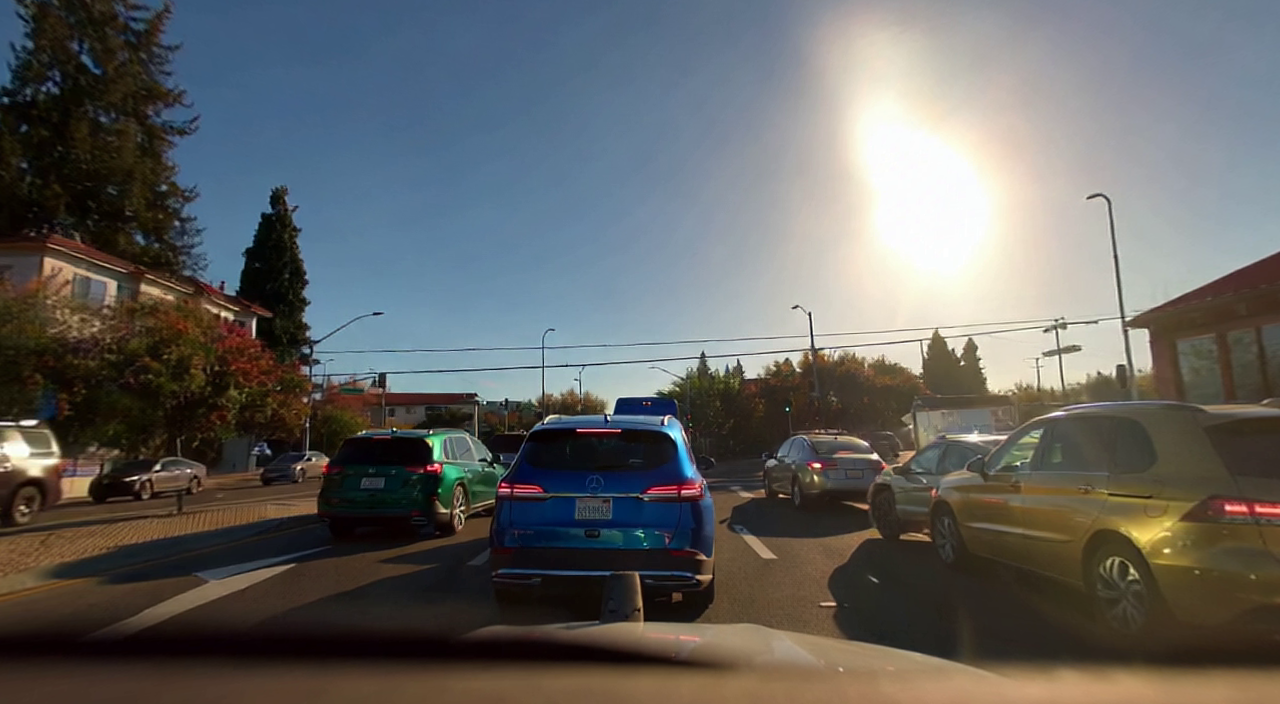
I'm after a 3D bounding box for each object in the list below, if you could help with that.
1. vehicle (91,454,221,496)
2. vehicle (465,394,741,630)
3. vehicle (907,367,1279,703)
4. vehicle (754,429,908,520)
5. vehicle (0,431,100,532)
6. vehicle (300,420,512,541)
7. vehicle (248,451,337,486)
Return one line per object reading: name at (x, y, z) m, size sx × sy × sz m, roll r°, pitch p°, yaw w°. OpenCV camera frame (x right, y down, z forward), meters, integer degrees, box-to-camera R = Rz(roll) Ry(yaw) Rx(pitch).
vehicle at (-19.763, 5.015, 26.042) m, size 1.821 × 1.503 × 4.384 m, roll 0°, pitch -8°, yaw 0°
vehicle at (-0.163, 1.470, 6.736) m, size 2.022 × 1.700 × 4.084 m, roll 0°, pitch -8°, yaw 3°
vehicle at (4.156, 1.264, 5.379) m, size 2.014 × 1.740 × 4.515 m, roll 0°, pitch -8°, yaw 4°
vehicle at (3.682, 2.423, 12.960) m, size 1.847 × 1.554 × 3.885 m, roll 0°, pitch -8°, yaw -2°
vehicle at (-12.203, 2.203, 10.635) m, size 1.966 × 1.757 × 4.622 m, roll 0°, pitch -8°, yaw 2°
vehicle at (-3.759, 2.143, 11.152) m, size 2.012 × 1.701 × 4.316 m, roll 0°, pitch -8°, yaw 1°
vehicle at (-15.703, 5.251, 28.756) m, size 1.774 × 1.468 × 3.863 m, roll 0°, pitch -8°, yaw 1°
